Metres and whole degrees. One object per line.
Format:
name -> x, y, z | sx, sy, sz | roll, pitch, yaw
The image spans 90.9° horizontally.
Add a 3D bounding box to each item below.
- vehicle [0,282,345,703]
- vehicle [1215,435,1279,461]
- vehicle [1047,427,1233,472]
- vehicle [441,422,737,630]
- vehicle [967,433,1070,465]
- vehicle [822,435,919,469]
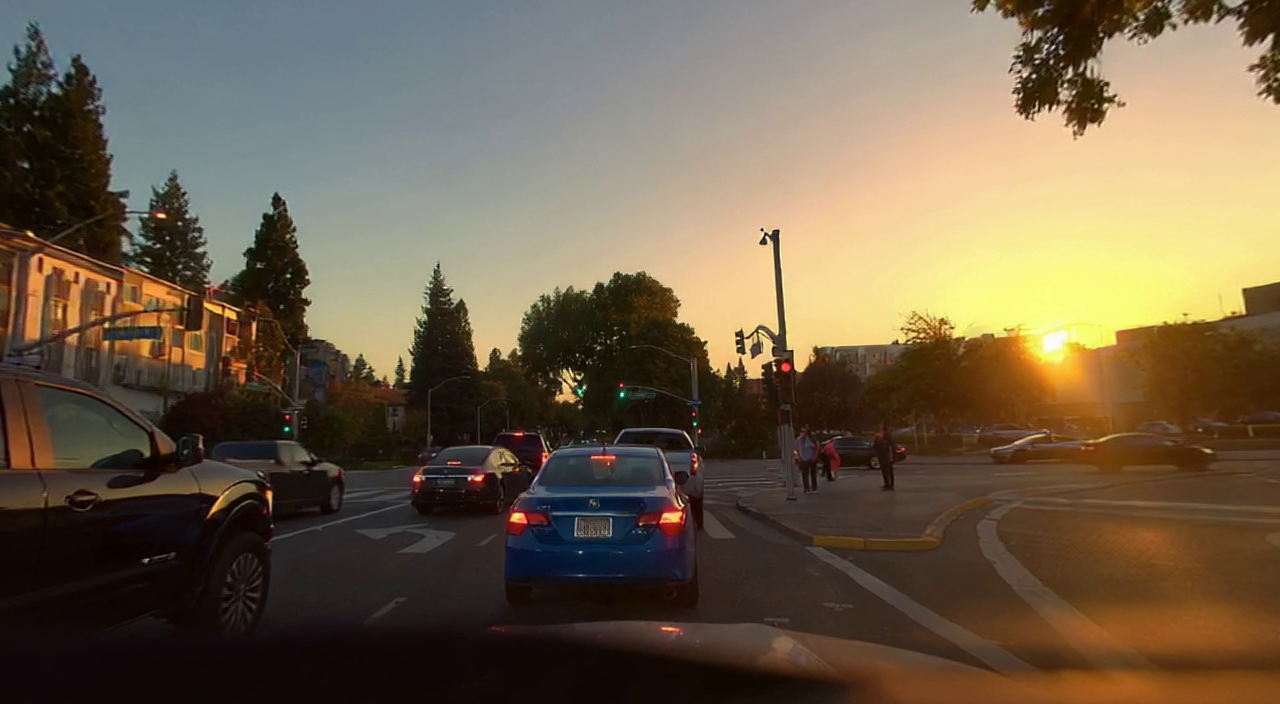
vehicle -> -3.690, 0.749, 2.832 | 2.202, 1.961, 4.980 | 0, -9, 1
vehicle -> 36.302, 5.514, 36.141 | 4.643, 1.464, 1.840 | -1, -9, 3
vehicle -> 19.218, 3.786, 24.483 | 5.192, 1.620, 2.072 | -1, -9, 7
vehicle -> -0.361, 1.608, 6.878 | 2.144, 1.497, 4.446 | 0, -9, 0
vehicle -> 21.959, 5.647, 36.721 | 4.529, 1.786, 2.110 | 0, -9, 2
vehicle -> 12.219, 5.336, 33.628 | 4.394, 1.724, 1.886 | 0, -9, 1
